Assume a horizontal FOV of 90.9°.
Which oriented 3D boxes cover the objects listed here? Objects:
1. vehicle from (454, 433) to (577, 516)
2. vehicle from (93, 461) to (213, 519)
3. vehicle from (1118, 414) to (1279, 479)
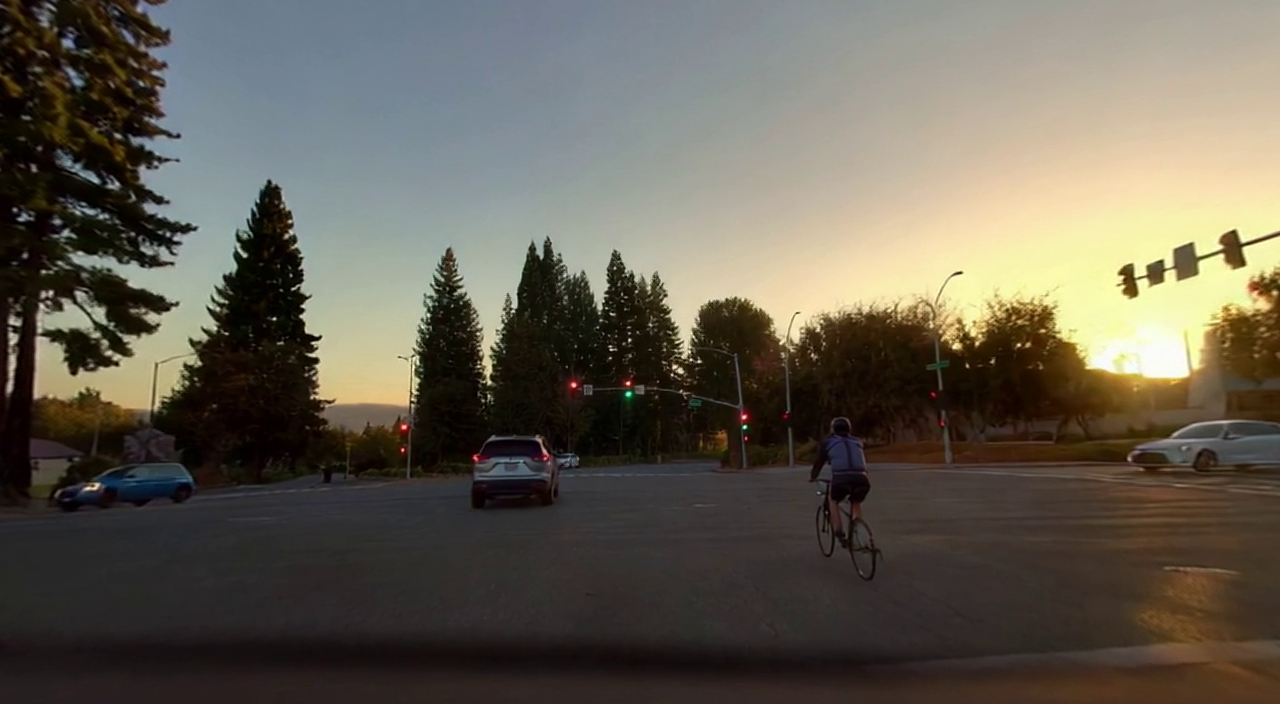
[{"bbox_3d":[-2.904,2.967,15.872,2.049,1.756,4.602,0,-8,1],"label":"vehicle"},{"bbox_3d":[-14.913,4.178,19.614,2.171,1.474,4.513,5,-10,-28],"label":"vehicle"},{"bbox_3d":[19.066,3.185,21.269,4.237,1.948,1.997,-1,-10,-8],"label":"vehicle"}]
